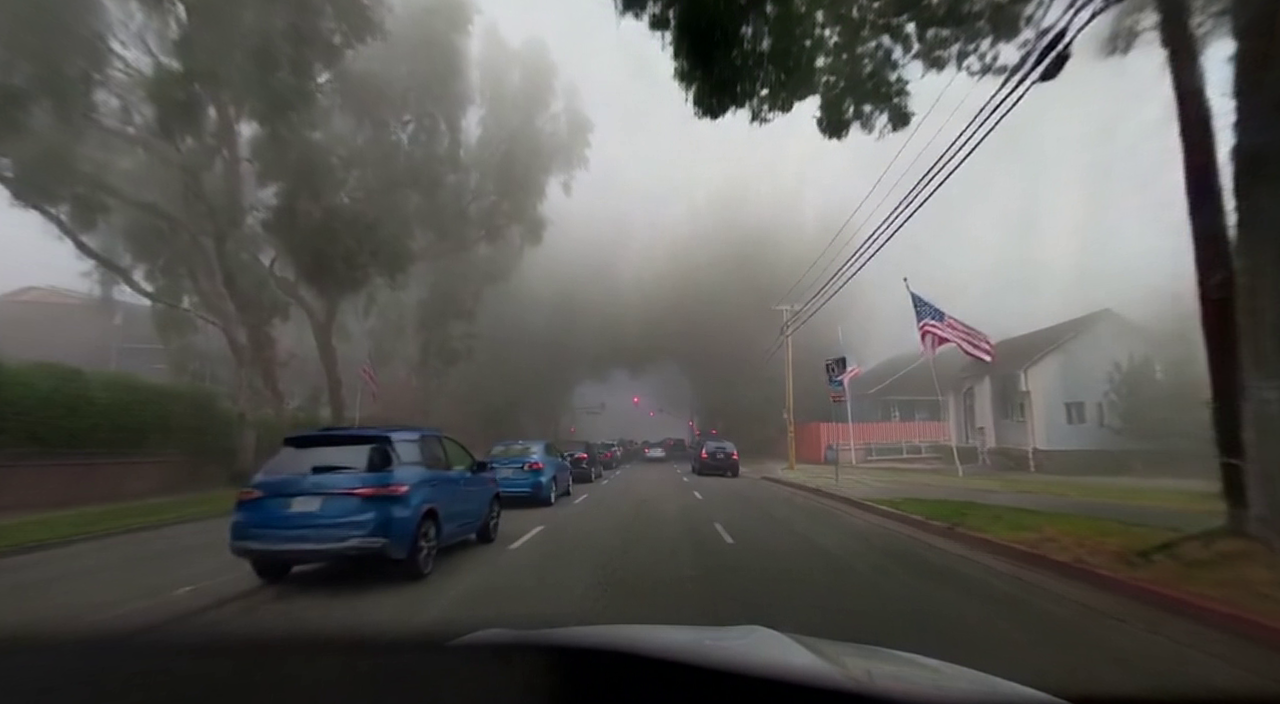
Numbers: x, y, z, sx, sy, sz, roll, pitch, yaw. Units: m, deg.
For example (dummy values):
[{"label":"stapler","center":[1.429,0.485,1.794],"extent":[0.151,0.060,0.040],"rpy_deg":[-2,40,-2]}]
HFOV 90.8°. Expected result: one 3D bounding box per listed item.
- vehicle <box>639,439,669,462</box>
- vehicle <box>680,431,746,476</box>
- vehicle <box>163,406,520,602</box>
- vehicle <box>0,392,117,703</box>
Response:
[{"label":"vehicle","center":[0.964,6.620,42.415],"extent":[1.927,1.453,3.848],"rpy_deg":[0,-8,2]},{"label":"vehicle","center":[2.954,4.248,26.591],"extent":[2.258,1.682,4.635],"rpy_deg":[0,-8,0]},{"label":"vehicle","center":[-2.971,1.621,7.661],"extent":[1.971,1.639,4.487],"rpy_deg":[-1,-8,3]},{"label":"vehicle","center":[-2.801,0.621,0.159],"extent":[1.807,1.475,3.952],"rpy_deg":[-1,-8,3]}]
